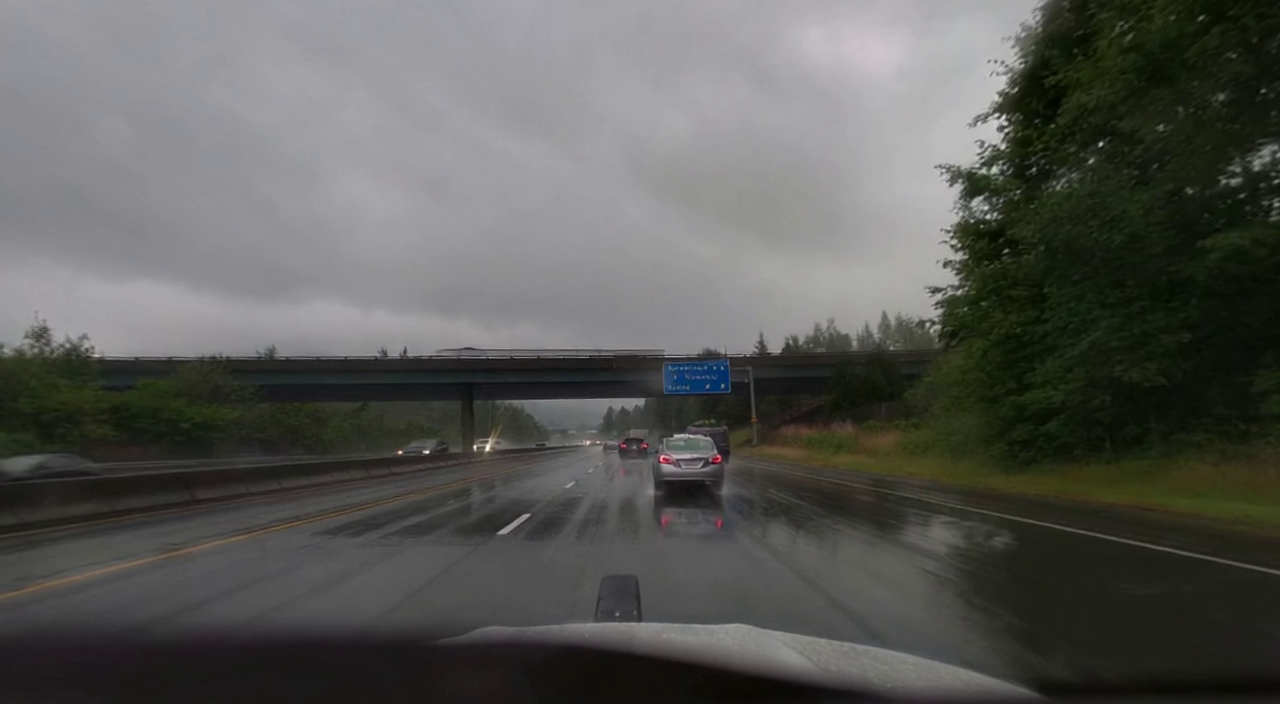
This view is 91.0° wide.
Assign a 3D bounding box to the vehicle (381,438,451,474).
[{"bbox_3d":[-11.309,5.240,32.152,2.012,1.680,4.360,0,-8,-1],"label":"vehicle"}]

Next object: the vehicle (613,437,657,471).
[{"bbox_3d":[-0.247,4.892,30.377,1.968,1.482,3.586,0,-8,-1],"label":"vehicle"}]

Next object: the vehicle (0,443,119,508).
[{"bbox_3d":[-14.772,3.024,15.498,1.592,1.442,2.542,0,-10,0],"label":"vehicle"}]

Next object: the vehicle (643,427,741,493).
[{"bbox_3d":[1.336,3.008,17.954,2.092,1.636,4.024,0,-8,-5],"label":"vehicle"}]
